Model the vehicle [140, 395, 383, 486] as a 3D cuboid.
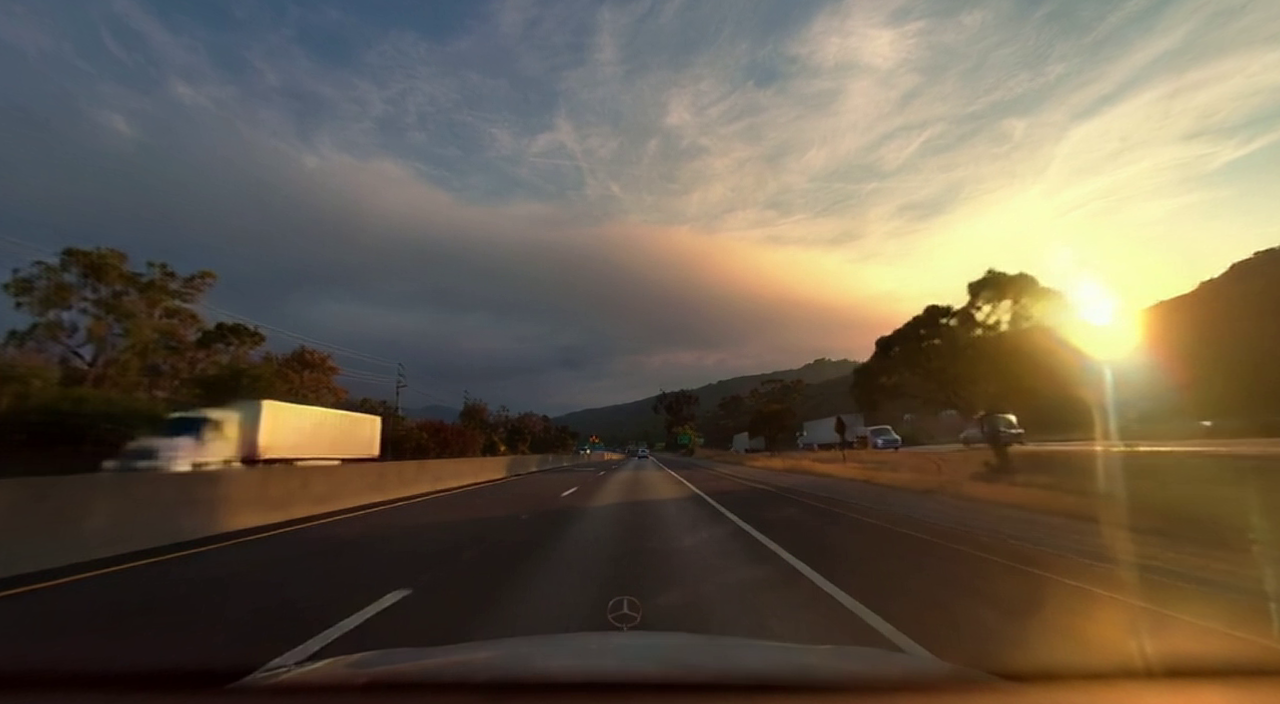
[{"bbox_3d":[-18.063,4.697,32.692,2.928,3.532,15.828,0,-9,0],"label":"vehicle"}]
